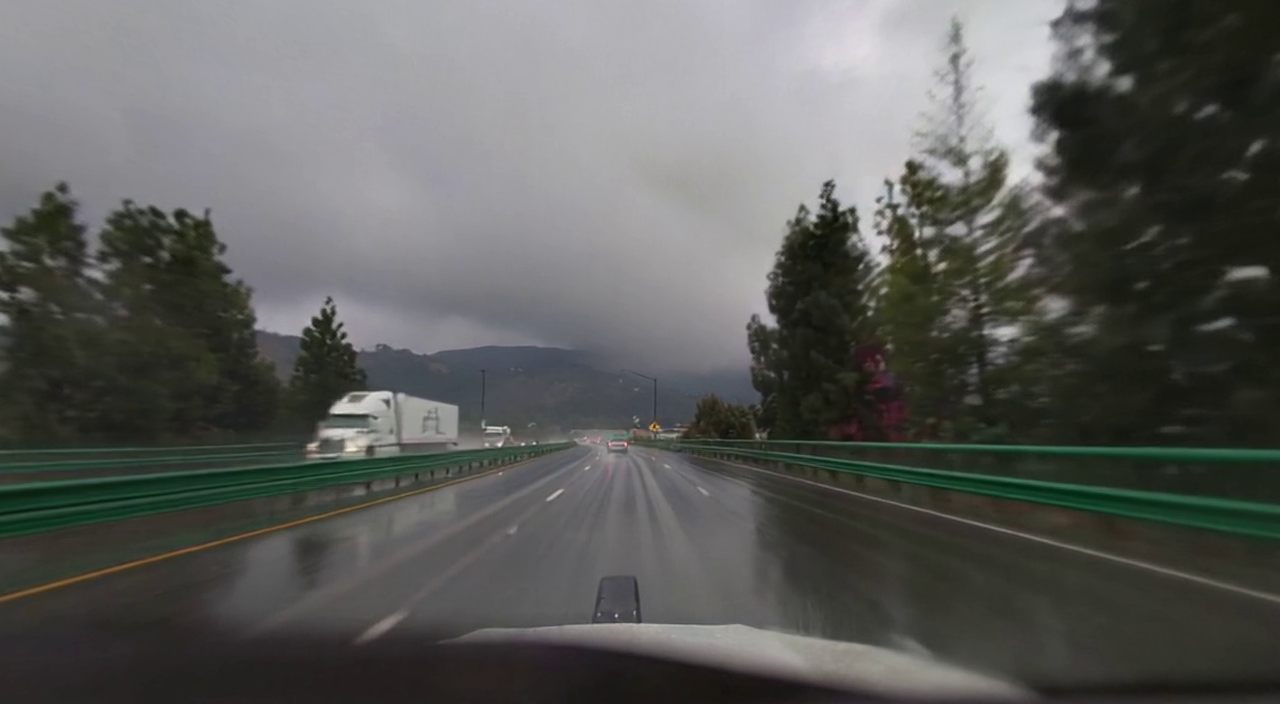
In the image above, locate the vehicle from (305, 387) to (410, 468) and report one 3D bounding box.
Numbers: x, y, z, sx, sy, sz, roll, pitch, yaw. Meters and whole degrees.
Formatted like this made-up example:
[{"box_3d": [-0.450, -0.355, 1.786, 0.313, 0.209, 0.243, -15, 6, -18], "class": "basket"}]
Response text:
[{"box_3d": [-15.009, 4.119, 34.028, 3.001, 3.939, 5.925, 0, -8, -3], "class": "vehicle"}]
